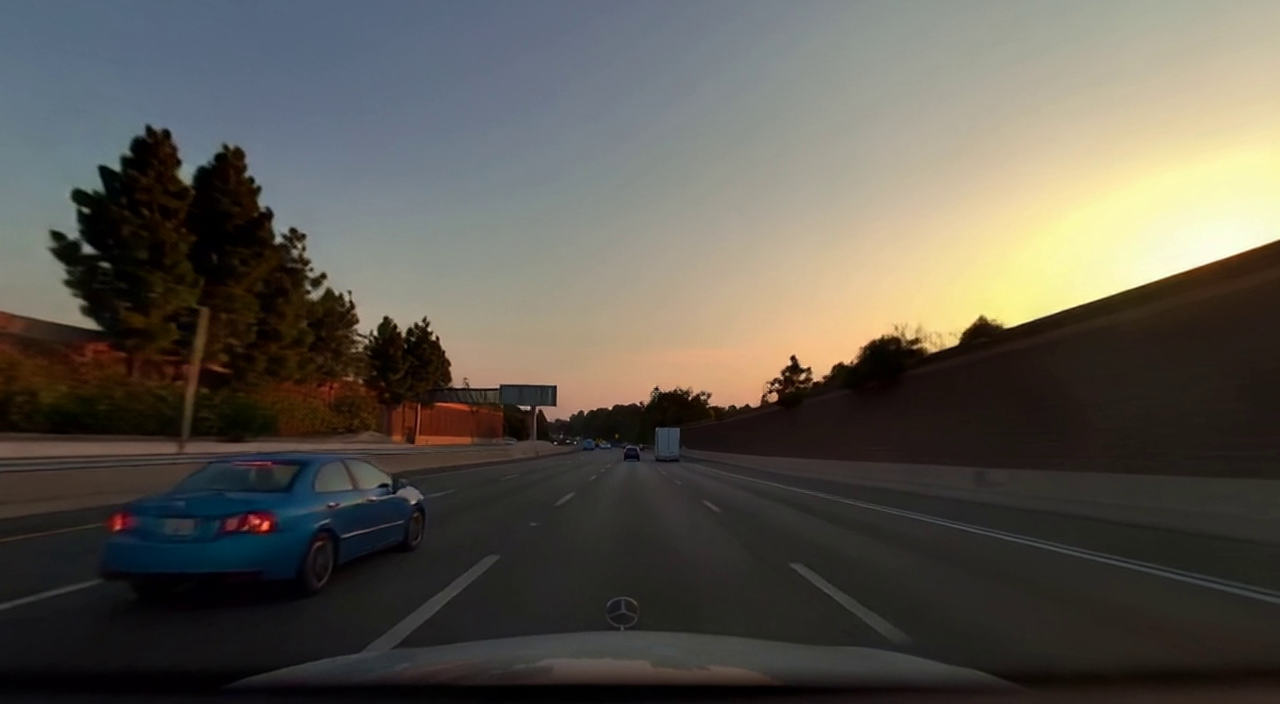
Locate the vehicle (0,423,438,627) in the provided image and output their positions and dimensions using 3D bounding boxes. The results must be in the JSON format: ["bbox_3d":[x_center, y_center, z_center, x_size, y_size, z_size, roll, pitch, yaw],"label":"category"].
[{"bbox_3d":[-3.956,1.608,6.879,2.090,1.487,4.276,0,-9,0],"label":"vehicle"}]

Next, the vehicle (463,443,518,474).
[{"bbox_3d":[-7.643,5.488,32.752,1.915,1.479,3.843,0,-9,0],"label":"vehicle"}]
